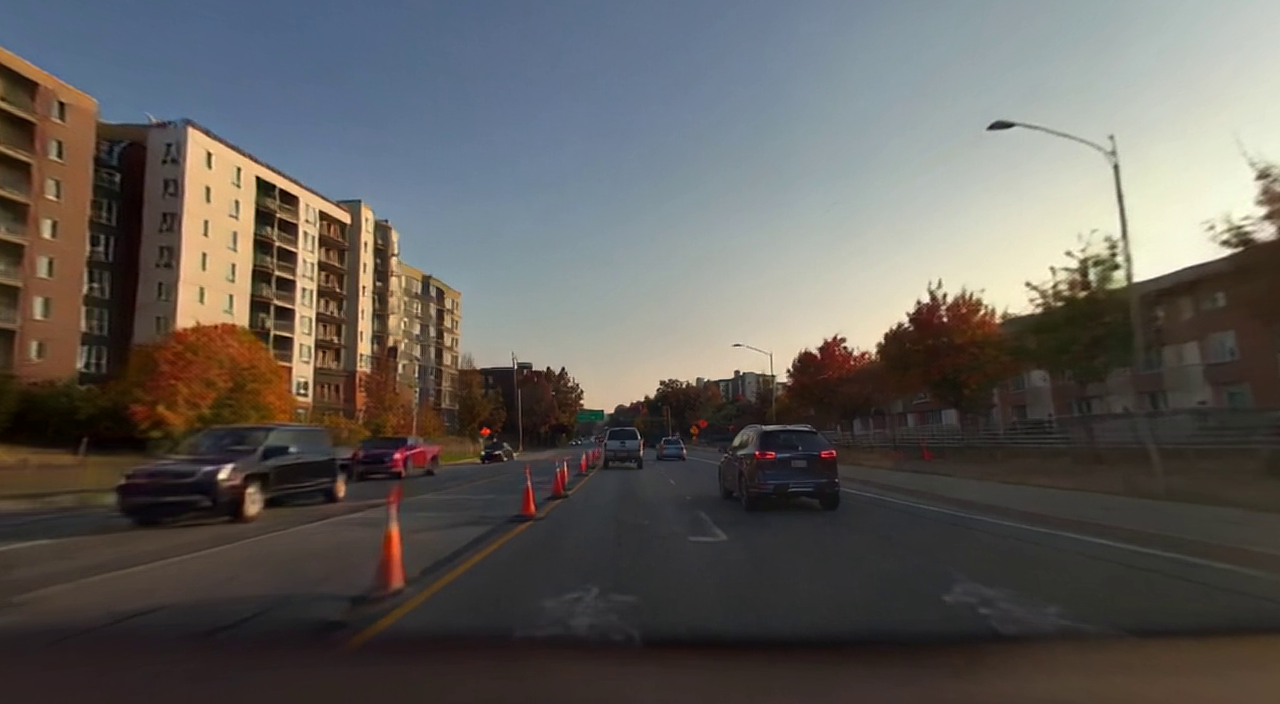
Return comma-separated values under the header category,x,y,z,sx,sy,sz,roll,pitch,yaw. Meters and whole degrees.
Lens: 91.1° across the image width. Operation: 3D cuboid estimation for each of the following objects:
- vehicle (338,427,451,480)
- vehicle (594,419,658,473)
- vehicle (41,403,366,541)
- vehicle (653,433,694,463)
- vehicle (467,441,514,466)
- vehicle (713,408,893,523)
category,x,y,z,sx,sy,sz,roll,pitch,yaw
vehicle,-9.788,4.109,25.571,2.192,1.923,4.970,-1,-9,5
vehicle,-0.701,4.578,30.572,2.762,2.309,6.723,0,-8,-2
vehicle,-7.679,2.170,12.139,2.296,1.911,5.688,-2,-8,-1
vehicle,2.199,6.486,42.541,2.187,1.835,5.471,0,-8,-3
vehicle,-9.709,6.607,41.123,1.997,1.512,4.322,0,-8,1
vehicle,2.942,2.232,12.903,2.120,1.828,5.531,0,-8,-1
